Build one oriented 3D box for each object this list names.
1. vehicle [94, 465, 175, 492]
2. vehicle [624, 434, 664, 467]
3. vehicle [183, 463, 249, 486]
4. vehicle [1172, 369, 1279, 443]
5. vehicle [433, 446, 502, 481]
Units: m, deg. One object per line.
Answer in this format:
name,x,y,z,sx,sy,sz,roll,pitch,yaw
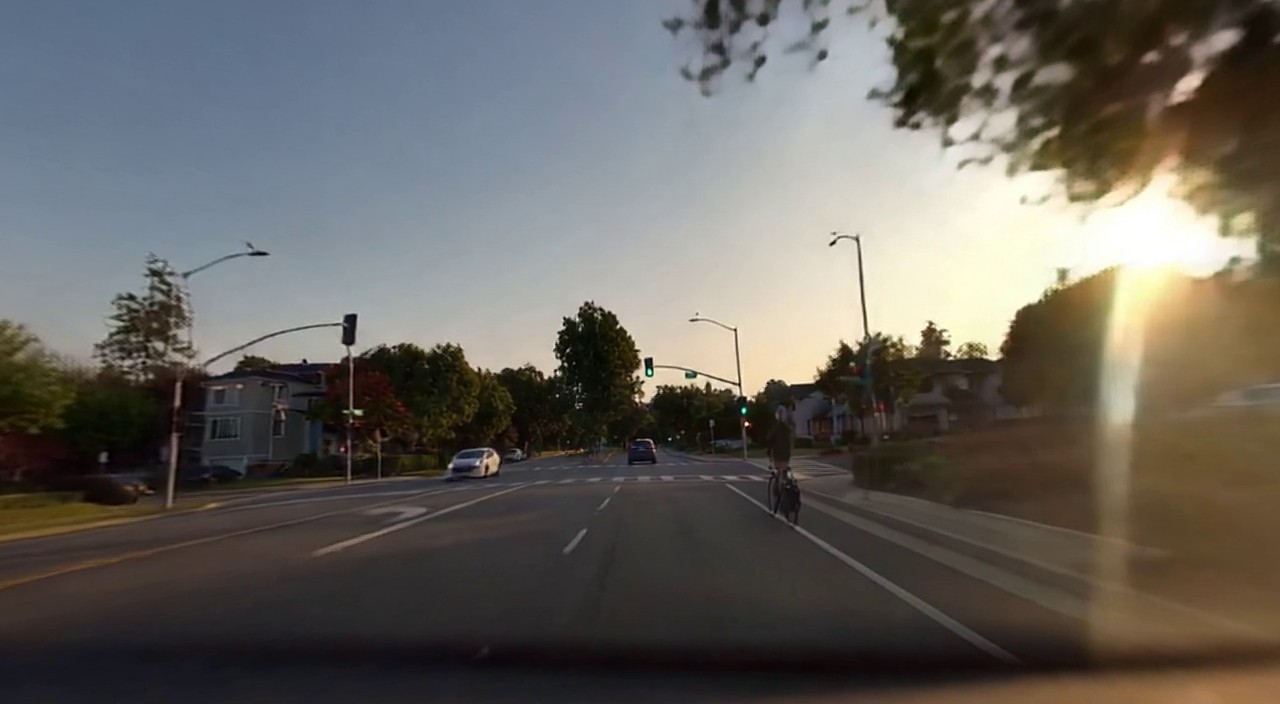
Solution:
vehicle,-38.577,9.620,48.369,1.881,1.743,4.662,-2,-8,8
vehicle,0.307,5.851,37.624,2.215,1.799,4.426,-1,-8,3
vehicle,-31.918,9.233,47.690,1.816,1.475,4.497,0,-8,1
vehicle,16.089,1.372,15.588,1.982,1.705,4.677,-1,-8,3
vehicle,-8.333,5.410,31.001,2.036,1.593,4.367,0,-8,2
